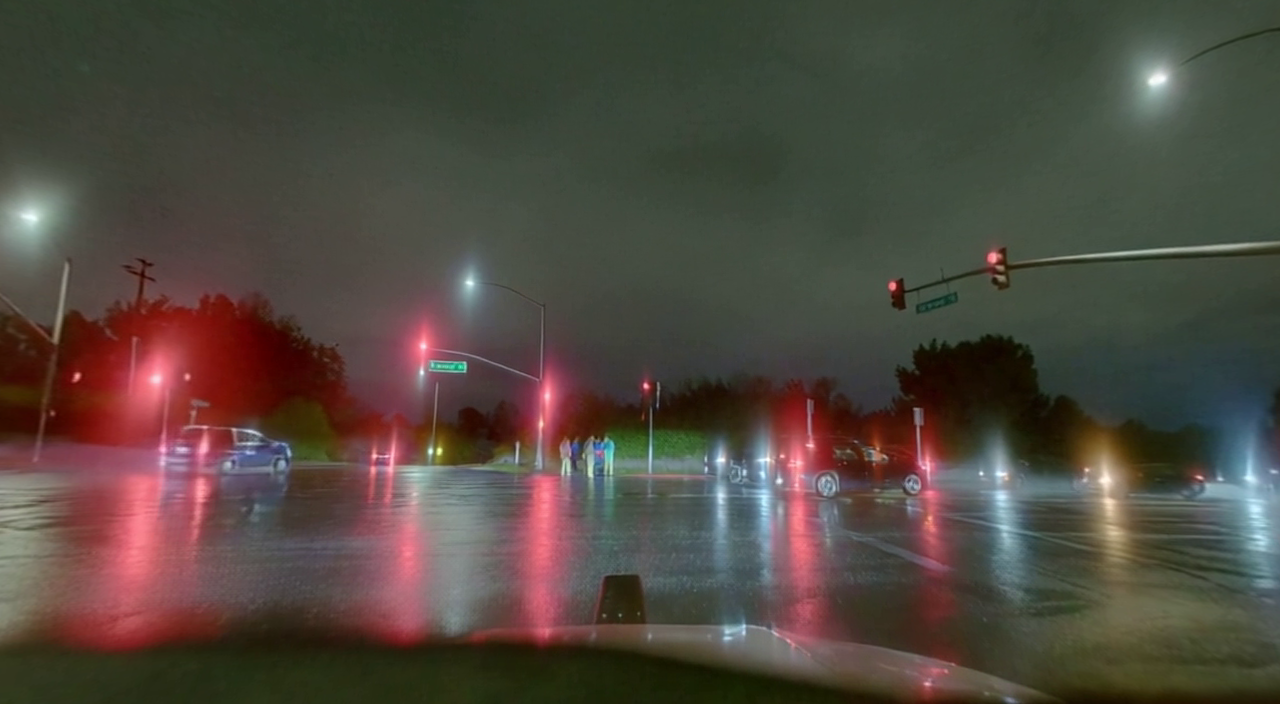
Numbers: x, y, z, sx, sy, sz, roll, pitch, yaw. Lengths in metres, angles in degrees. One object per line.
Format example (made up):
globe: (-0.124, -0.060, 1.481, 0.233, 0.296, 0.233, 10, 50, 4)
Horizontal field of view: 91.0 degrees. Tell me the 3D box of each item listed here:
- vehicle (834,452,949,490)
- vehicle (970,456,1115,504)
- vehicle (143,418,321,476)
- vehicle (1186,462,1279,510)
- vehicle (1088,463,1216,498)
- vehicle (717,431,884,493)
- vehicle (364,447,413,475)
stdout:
vehicle: (11.565, 5.482, 29.111, 4.537, 1.608, 1.827, 1, -9, -7)
vehicle: (15.688, 4.969, 24.692, 4.356, 1.498, 1.957, -2, -8, -5)
vehicle: (-15.860, 3.768, 25.000, 2.243, 2.011, 5.631, -3, -9, 18)
vehicle: (25.063, 5.394, 25.477, 4.322, 1.522, 1.795, -3, -10, -7)
vehicle: (24.817, 6.224, 30.595, 4.793, 1.533, 1.874, 1, -9, -6)
vehicle: (5.853, 4.047, 23.235, 5.535, 1.896, 2.170, 4, -9, -8)
vehicle: (-14.984, 6.478, 37.703, 1.964, 1.525, 4.750, 2, -9, -13)
